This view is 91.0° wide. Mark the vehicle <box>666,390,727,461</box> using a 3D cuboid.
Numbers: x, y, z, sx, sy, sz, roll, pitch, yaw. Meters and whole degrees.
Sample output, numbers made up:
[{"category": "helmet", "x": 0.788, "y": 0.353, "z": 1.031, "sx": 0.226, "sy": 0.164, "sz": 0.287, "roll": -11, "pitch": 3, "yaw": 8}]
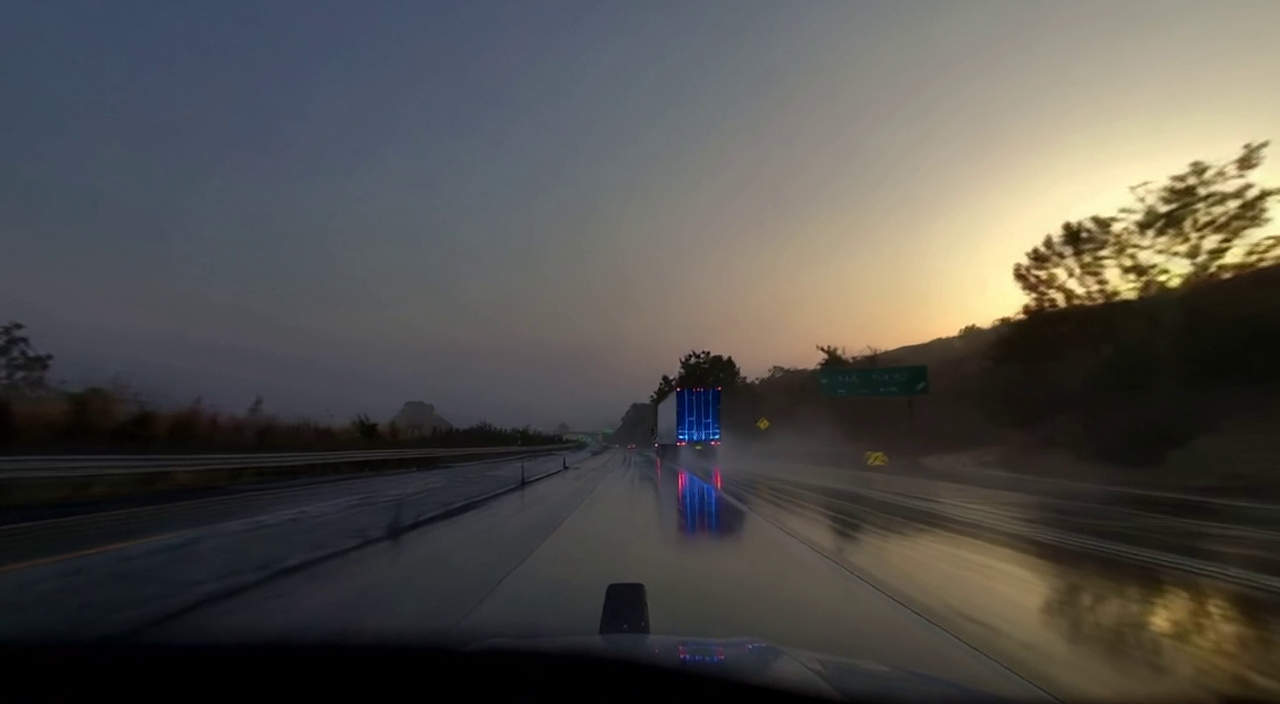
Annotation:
[{"category": "vehicle", "x": 3.990, "y": 5.801, "z": 48.227, "sx": 3.615, "sy": 4.578, "sz": 13.539, "roll": 0, "pitch": -8, "yaw": 1}]
